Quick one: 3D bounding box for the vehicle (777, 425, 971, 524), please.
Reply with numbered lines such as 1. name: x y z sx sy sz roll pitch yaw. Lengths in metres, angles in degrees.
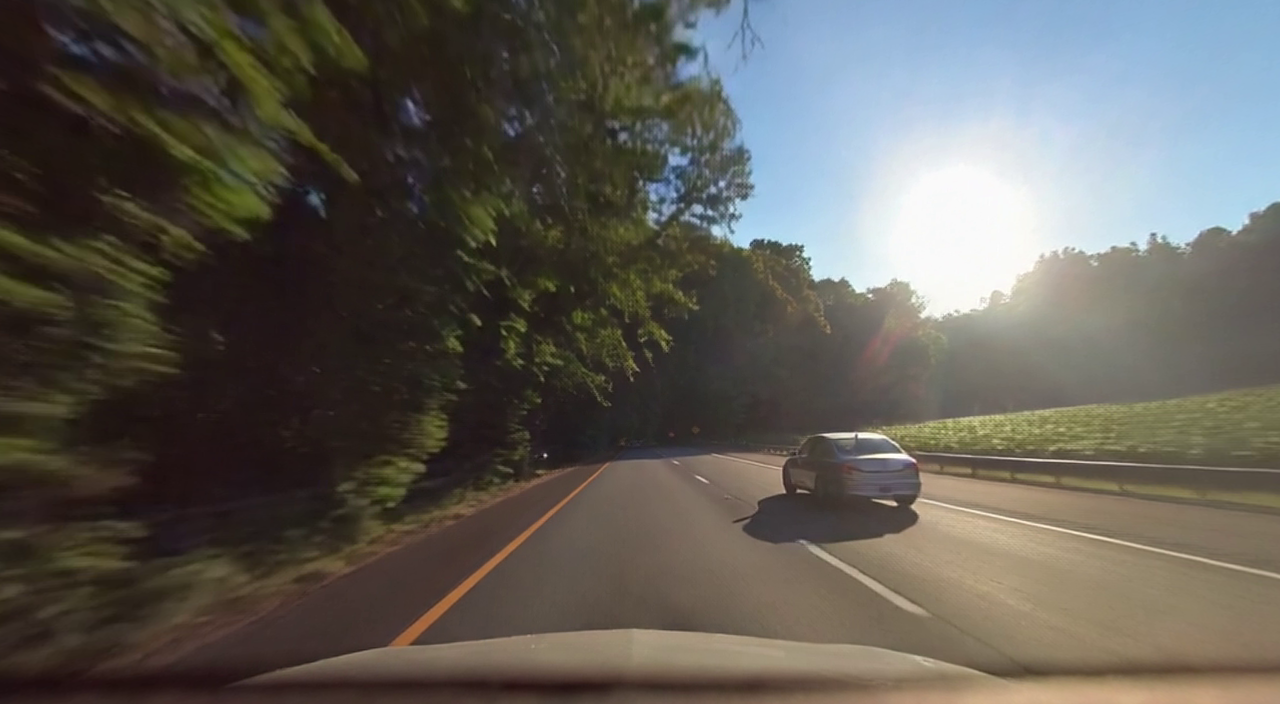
1. vehicle: 4.218 2.264 12.326 1.905 1.525 4.719 0 -8 -1
